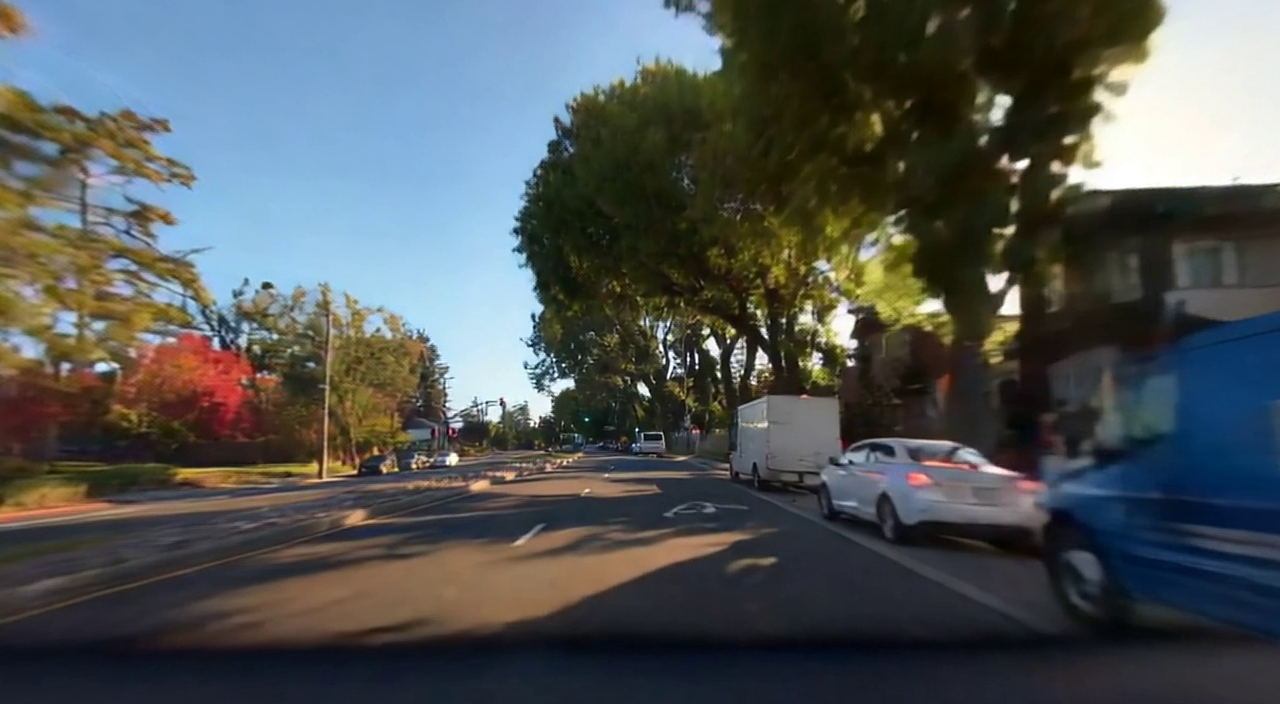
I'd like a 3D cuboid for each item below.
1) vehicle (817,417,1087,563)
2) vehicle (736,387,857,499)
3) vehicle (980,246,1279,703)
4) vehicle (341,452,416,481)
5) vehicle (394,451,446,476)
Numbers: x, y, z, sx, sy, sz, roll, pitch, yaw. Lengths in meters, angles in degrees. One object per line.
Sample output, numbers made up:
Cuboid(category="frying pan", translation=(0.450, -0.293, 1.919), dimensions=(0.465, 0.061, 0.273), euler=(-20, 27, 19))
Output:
Cuboid(category="vehicle", translation=(4.129, 1.871, 9.247), dimensions=(1.970, 1.640, 4.087), euler=(0, -9, 2))
Cuboid(category="vehicle", translation=(4.514, 2.801, 19.283), dimensions=(2.229, 2.912, 5.697), euler=(0, -9, 0))
Cuboid(category="vehicle", translation=(3.987, 0.553, 2.302), dimensions=(2.293, 2.171, 5.871), euler=(0, -9, 2))
Cuboid(category="vehicle", translation=(-14.740, 6.451, 35.726), dimensions=(1.990, 1.487, 4.767), euler=(-1, -9, 4))
Cuboid(category="vehicle", translation=(-14.683, 7.436, 42.143), dimensions=(1.934, 1.480, 4.510), euler=(0, -9, -1))
